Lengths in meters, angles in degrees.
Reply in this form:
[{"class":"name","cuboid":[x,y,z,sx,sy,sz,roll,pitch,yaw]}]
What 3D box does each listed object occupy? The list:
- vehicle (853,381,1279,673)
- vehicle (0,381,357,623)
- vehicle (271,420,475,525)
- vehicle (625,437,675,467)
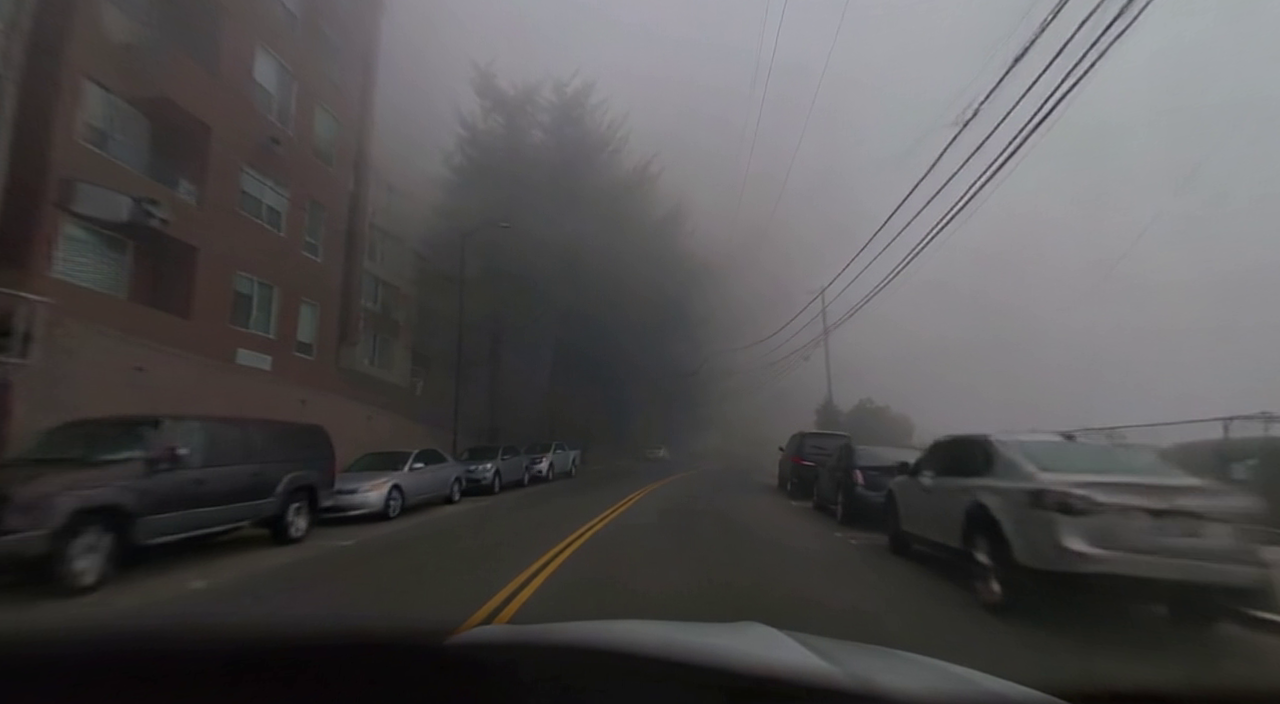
[{"class":"vehicle","cuboid":[3.884,1.447,6.429,2.084,1.804,4.882,-1,-9,5]},{"class":"vehicle","cuboid":[-5.910,1.539,7.392,2.194,1.861,5.725,-1,-9,4]},{"class":"vehicle","cuboid":[-5.558,2.565,14.016,1.976,1.886,4.831,-1,-9,6]},{"class":"vehicle","cuboid":[0.749,6.686,42.159,1.953,1.871,4.712,-3,-9,19]}]
